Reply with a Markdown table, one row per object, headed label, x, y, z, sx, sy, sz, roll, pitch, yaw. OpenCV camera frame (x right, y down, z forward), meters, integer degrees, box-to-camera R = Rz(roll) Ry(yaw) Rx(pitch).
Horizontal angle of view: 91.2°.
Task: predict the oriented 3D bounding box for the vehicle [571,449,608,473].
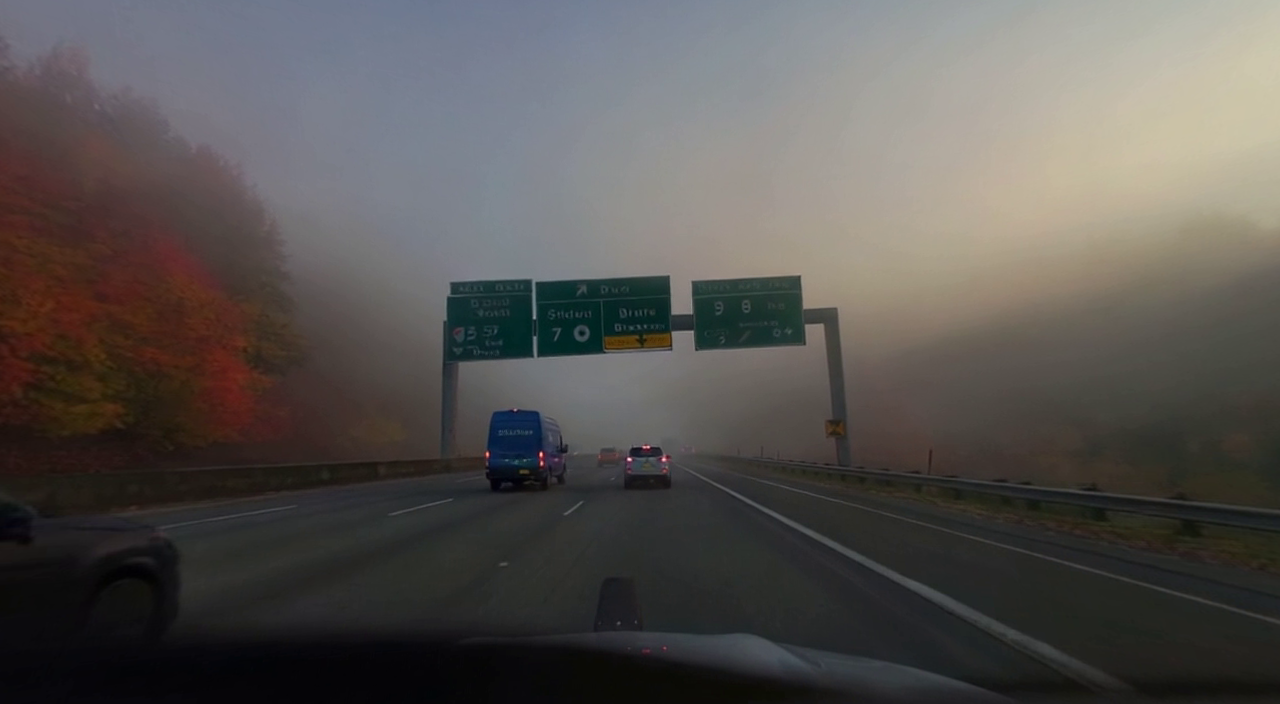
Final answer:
| label | x | y | z | sx | sy | sz | roll | pitch | yaw |
| --- | --- | --- | --- | --- | --- | --- | --- | --- | --- |
| vehicle | -3.228 | 7.052 | 40.778 | 2.015 | 1.496 | 4.312 | 0 | -9 | 1 |

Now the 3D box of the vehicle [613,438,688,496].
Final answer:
| label | x | y | z | sx | sy | sz | roll | pitch | yaw |
| --- | --- | --- | --- | --- | --- | --- | --- | --- | --- |
| vehicle | 0.362 | 3.688 | 20.418 | 2.195 | 1.679 | 4.070 | -1 | -9 | 2 |

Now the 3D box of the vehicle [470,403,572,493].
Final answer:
| label | x | y | z | sx | sy | sz | roll | pitch | yaw |
| --- | --- | --- | --- | --- | --- | --- | --- | --- | --- |
| vehicle | -3.918 | 3.366 | 22.001 | 2.275 | 2.692 | 5.810 | -1 | -9 | 2 |

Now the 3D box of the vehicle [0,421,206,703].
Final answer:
| label | x | y | z | sx | sy | sz | roll | pitch | yaw |
| --- | --- | --- | --- | --- | --- | --- | --- | --- | --- |
| vehicle | -3.834 | 0.944 | 2.029 | 1.977 | 1.485 | 3.973 | 0 | -9 | 0 |
